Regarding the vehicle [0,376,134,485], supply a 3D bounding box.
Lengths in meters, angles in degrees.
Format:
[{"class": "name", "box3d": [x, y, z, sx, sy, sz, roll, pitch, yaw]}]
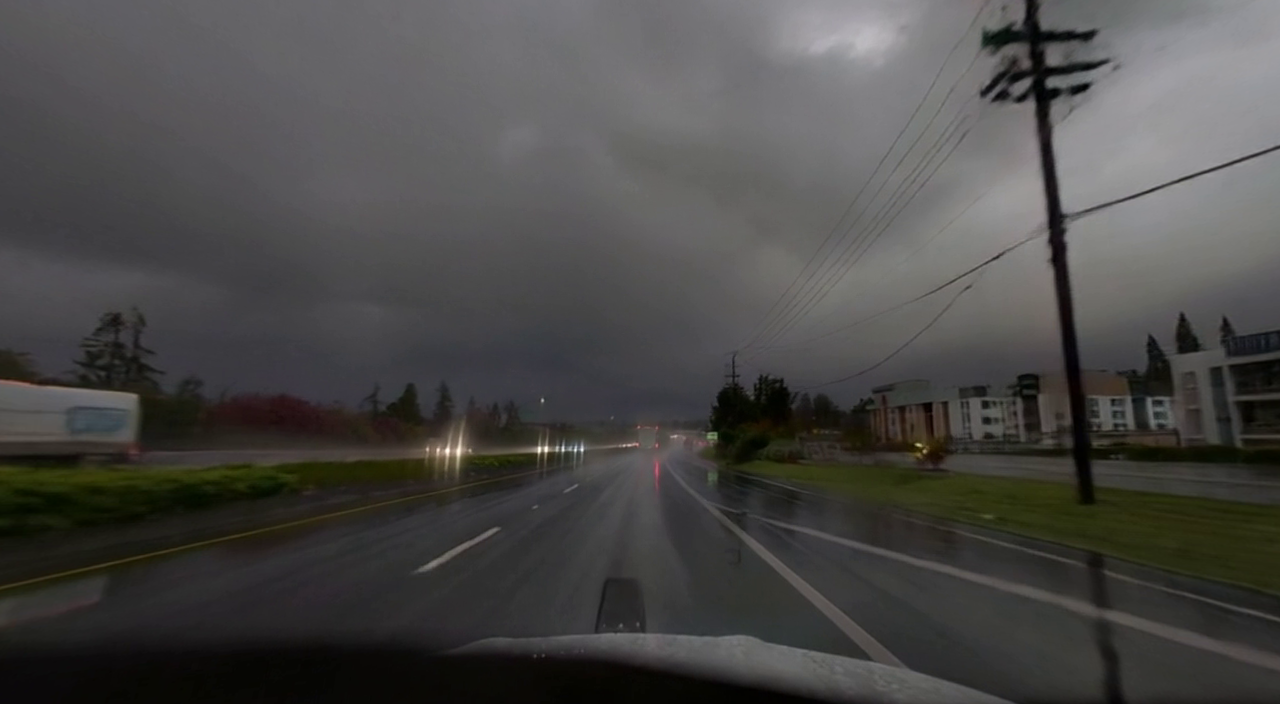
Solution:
[{"class": "vehicle", "box3d": [-24.614, 2.900, 23.212, 2.990, 3.904, 10.422, 0, -9, 1]}]
